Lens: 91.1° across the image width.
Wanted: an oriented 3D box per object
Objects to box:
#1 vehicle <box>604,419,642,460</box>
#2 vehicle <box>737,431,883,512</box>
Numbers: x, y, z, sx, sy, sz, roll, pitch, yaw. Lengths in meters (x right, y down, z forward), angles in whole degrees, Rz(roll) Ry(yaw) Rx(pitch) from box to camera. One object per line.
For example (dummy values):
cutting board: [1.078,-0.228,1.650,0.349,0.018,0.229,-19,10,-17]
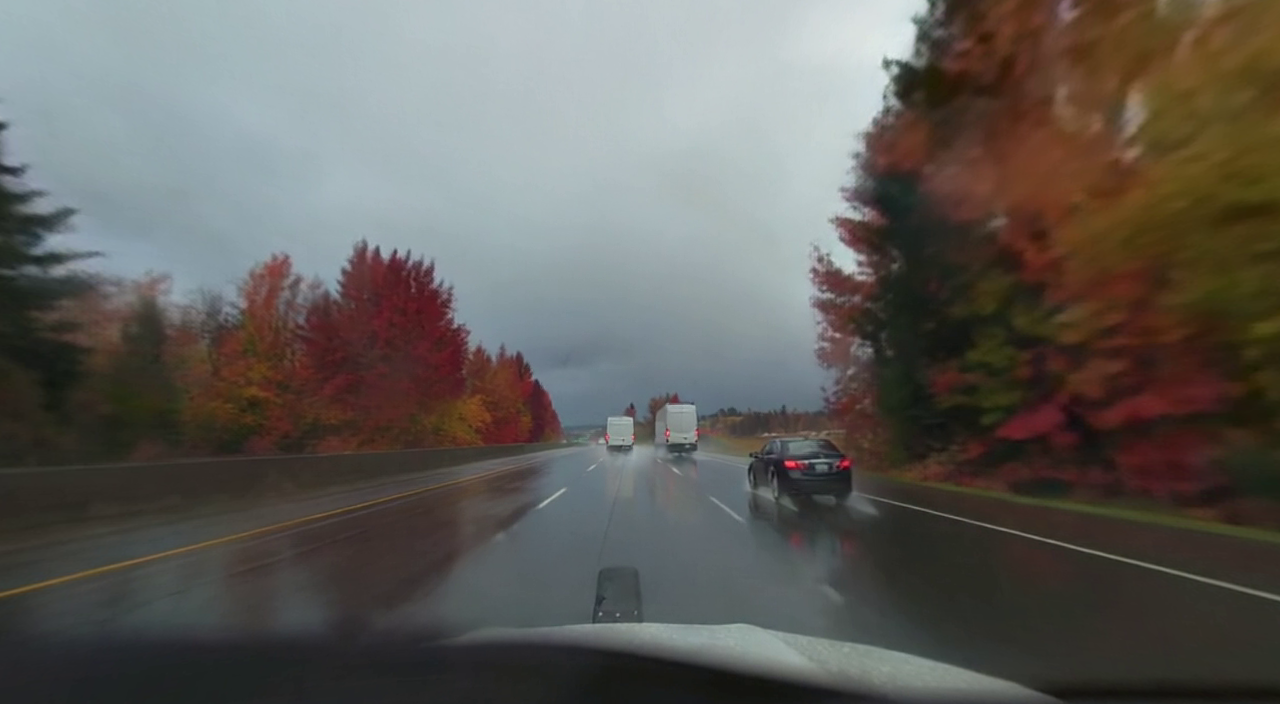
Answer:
vehicle: [-1.132,5.971,43.003,2.389,2.637,5.437,0,-8,-1]
vehicle: [3.533,2.546,14.030,1.962,1.508,4.363,0,-8,-1]
